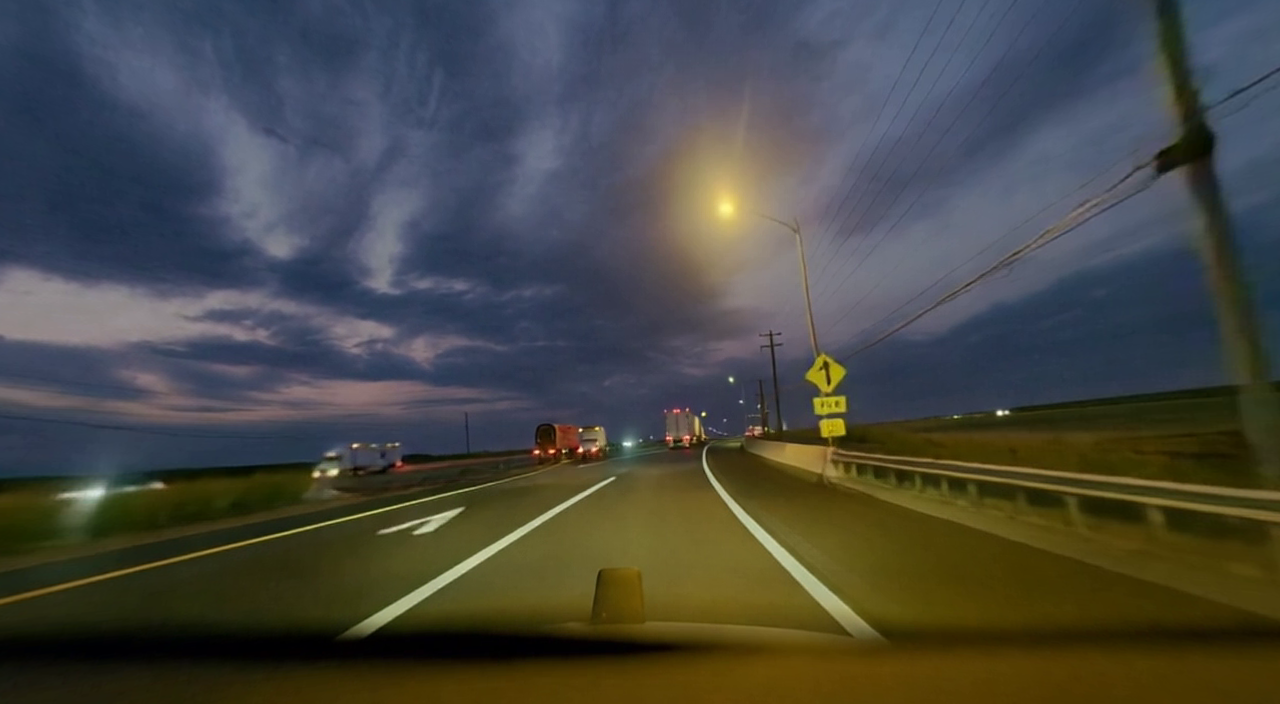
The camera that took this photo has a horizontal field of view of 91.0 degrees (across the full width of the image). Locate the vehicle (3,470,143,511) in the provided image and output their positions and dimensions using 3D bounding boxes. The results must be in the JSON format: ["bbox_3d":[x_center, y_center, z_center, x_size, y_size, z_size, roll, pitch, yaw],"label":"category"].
[{"bbox_3d":[-31.104,7.575,34.840,2.205,1.827,5.323,-2,-9,12],"label":"vehicle"}]
